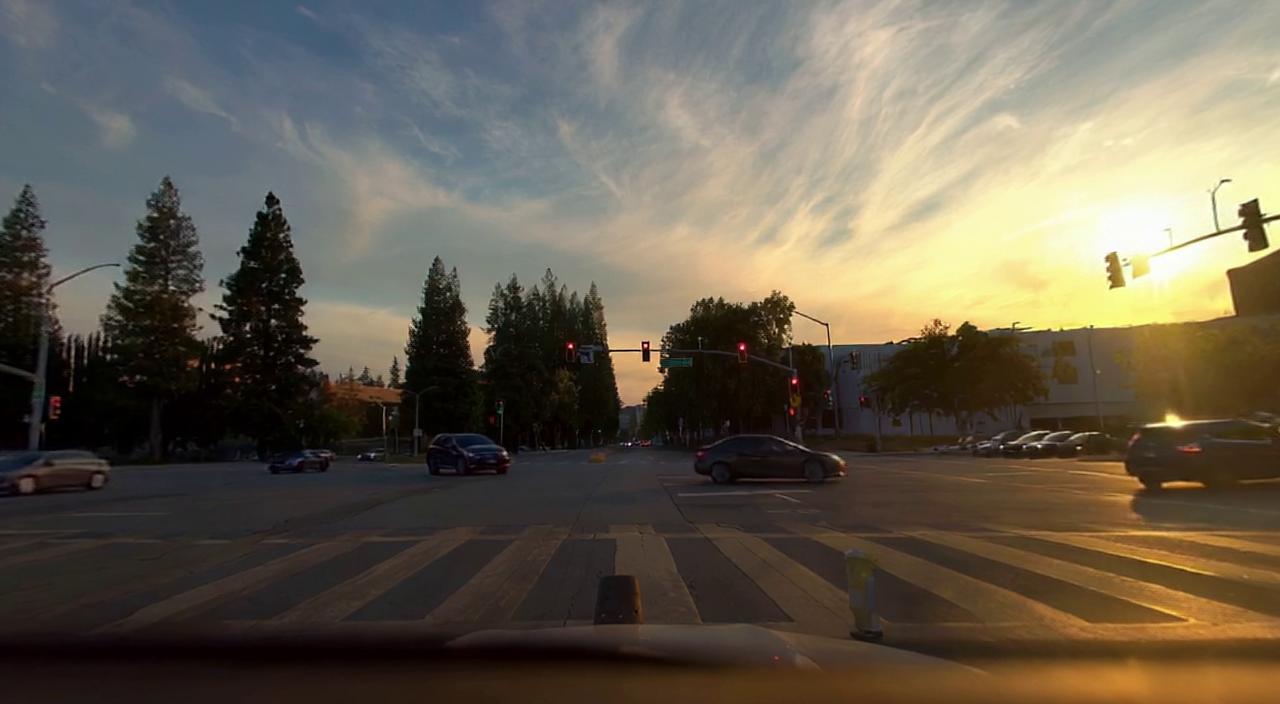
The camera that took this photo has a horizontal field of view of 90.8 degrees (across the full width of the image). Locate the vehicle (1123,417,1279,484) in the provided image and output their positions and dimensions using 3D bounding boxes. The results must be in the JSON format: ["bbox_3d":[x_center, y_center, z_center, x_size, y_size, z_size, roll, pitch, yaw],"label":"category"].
[{"bbox_3d":[17.662,2.931,18.874,4.767,1.877,2.017,0,-9,-3],"label":"vehicle"}]

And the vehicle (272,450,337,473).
[{"bbox_3d":[-23.103,7.516,43.695,1.909,1.473,4.571,0,-9,1],"label":"vehicle"}]

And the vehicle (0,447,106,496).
[{"bbox_3d":[-22.889,4.383,23.589,1.938,1.676,4.483,0,-9,0],"label":"vehicle"}]

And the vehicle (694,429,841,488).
[{"bbox_3d":[3.992,3.286,19.710,4.180,1.678,1.982,-3,-9,20],"label":"vehicle"}]

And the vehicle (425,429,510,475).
[{"bbox_3d":[-8.283,4.707,29.960,2.223,1.972,5.310,6,-10,-33],"label":"vehicle"}]
